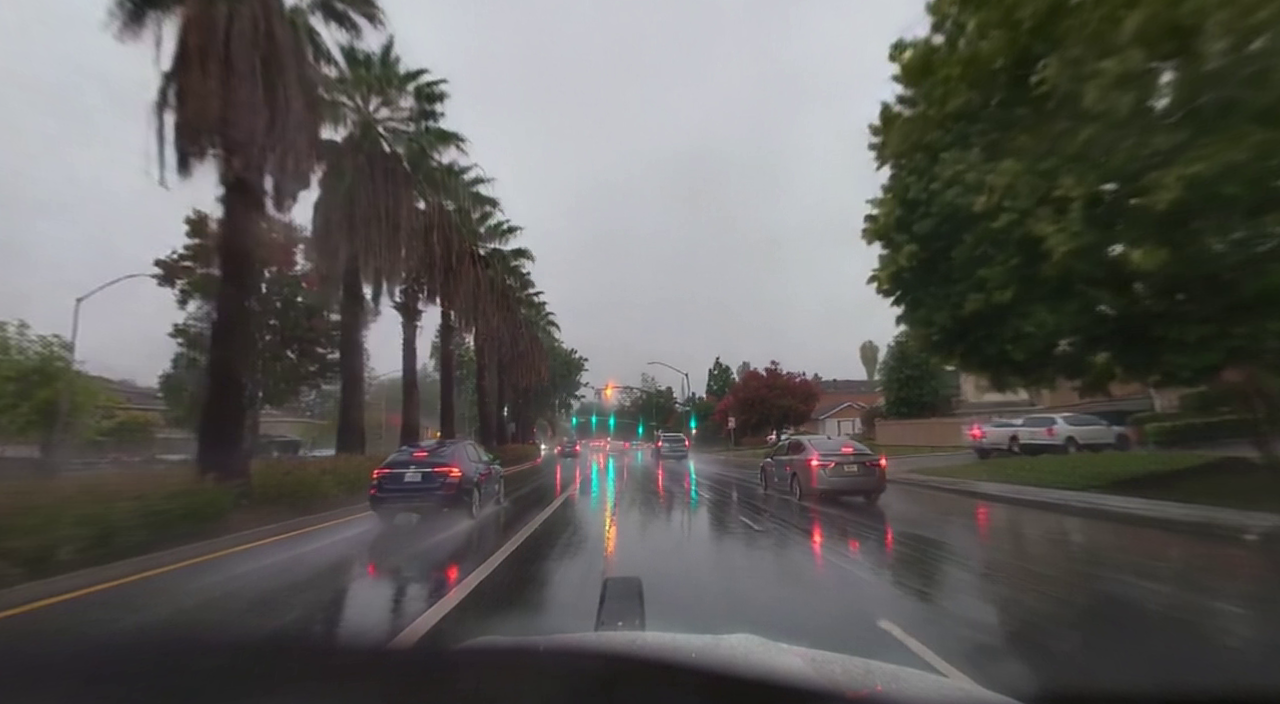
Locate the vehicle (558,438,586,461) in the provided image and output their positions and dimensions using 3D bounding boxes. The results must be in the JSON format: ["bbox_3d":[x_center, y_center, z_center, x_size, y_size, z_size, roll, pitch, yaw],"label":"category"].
[{"bbox_3d":[-4.976,7.133,46.285,1.922,1.577,4.140,1,-8,-5],"label":"vehicle"}]

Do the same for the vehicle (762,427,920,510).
[{"bbox_3d":[4.049,2.417,13.539,1.870,1.491,4.009,0,-8,-3],"label":"vehicle"}]

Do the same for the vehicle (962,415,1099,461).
[{"bbox_3d":[15.746,3.538,25.839,1.978,1.669,4.515,2,-9,-16],"label":"vehicle"}]

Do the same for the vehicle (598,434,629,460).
[{"bbox_3d":[-2.058,7.220,48.068,2.164,1.867,4.254,1,-8,-5],"label":"vehicle"}]

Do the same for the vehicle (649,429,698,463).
[{"bbox_3d":[2.025,5.964,40.112,2.391,1.960,5.600,0,-8,-5],"label":"vehicle"}]

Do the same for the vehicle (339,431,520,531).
[{"bbox_3d":[-3.556,2.240,11.614,1.924,1.473,4.200,0,-8,-1],"label":"vehicle"}]
